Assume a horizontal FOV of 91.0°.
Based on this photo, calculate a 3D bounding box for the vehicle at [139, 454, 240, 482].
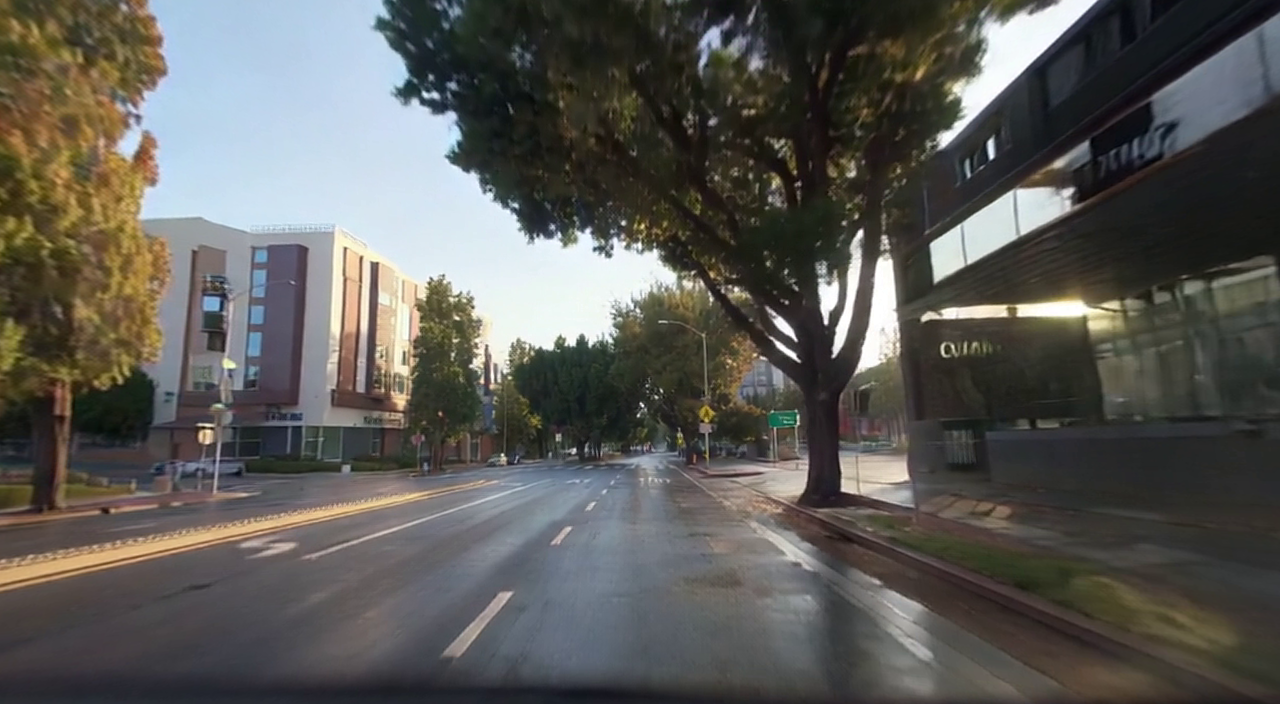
[{"bbox_3d":[-29.214,7.553,40.967,4.899,1.535,1.926,-1,-10,-6],"label":"vehicle"}]
